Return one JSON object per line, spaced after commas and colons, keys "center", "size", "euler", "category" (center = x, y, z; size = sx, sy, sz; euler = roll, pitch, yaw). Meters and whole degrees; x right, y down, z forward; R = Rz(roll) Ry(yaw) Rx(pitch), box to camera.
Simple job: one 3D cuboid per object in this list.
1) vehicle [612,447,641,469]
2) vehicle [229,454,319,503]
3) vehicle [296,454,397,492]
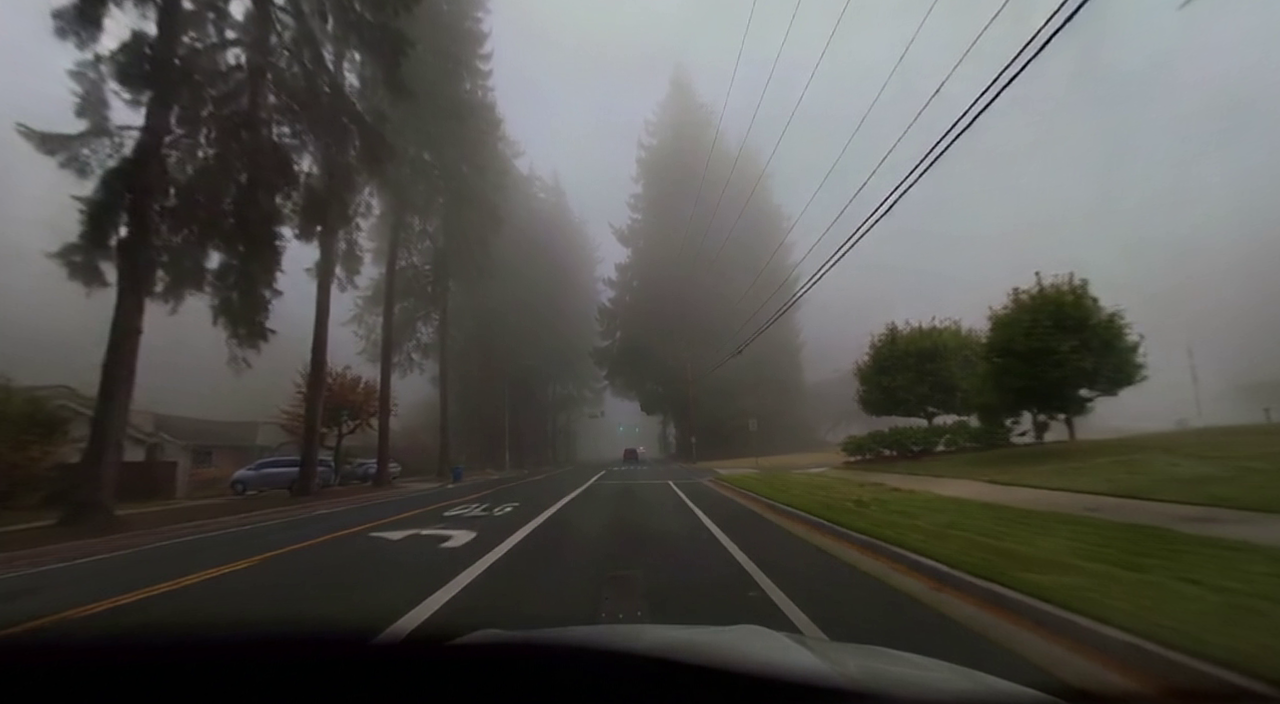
{"center": [-0.995, 7.893, 47.151], "size": [2.104, 1.500, 3.815], "euler": [0, -9, -1], "category": "vehicle"}
{"center": [-16.671, 5.720, 29.157], "size": [2.378, 1.922, 5.801], "euler": [1, -9, -18], "category": "vehicle"}
{"center": [-16.159, 6.666, 35.049], "size": [2.043, 1.803, 4.631], "euler": [-12, -13, 37], "category": "vehicle"}
